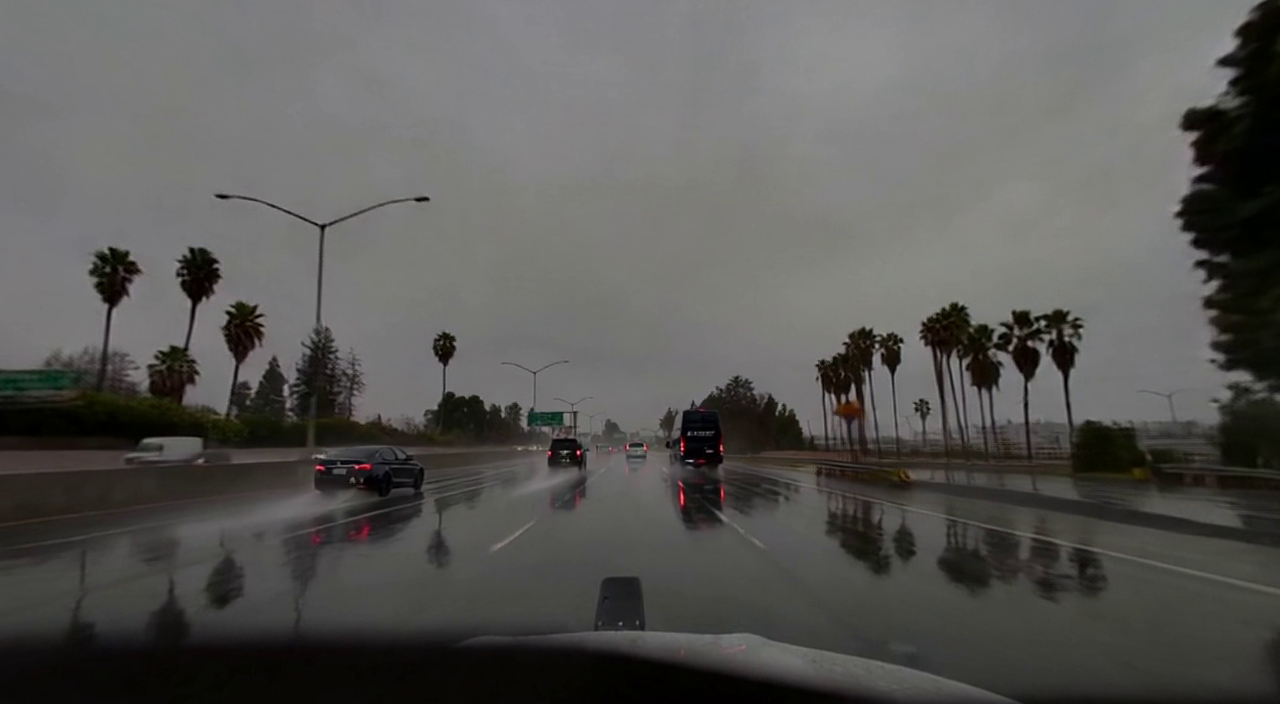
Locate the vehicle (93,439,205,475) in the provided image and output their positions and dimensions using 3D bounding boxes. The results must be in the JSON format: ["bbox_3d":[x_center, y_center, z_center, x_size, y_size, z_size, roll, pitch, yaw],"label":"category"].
[{"bbox_3d":[-36.025,7.752,46.603,2.301,2.392,7.242,0,-9,1],"label":"vehicle"}]

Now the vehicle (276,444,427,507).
[{"bbox_3d":[-7.647,3.306,17.269,2.050,1.487,4.372,0,-9,0],"label":"vehicle"}]

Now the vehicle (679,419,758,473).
[{"bbox_3d":[4.227,5.731,38.033,2.891,2.596,15.534,0,-9,0],"label":"vehicle"}]

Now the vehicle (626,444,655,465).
[{"bbox_3d":[0.042,7.794,48.005,2.085,1.507,4.096,0,-9,0],"label":"vehicle"}]

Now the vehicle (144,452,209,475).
[{"bbox_3d":[-31.753,7.632,43.261,1.649,1.463,3.657,0,-9,1],"label":"vehicle"}]

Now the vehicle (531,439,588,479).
[{"bbox_3d":[-3.577,4.837,28.635,2.017,1.683,4.094,0,-9,0],"label":"vehicle"}]
